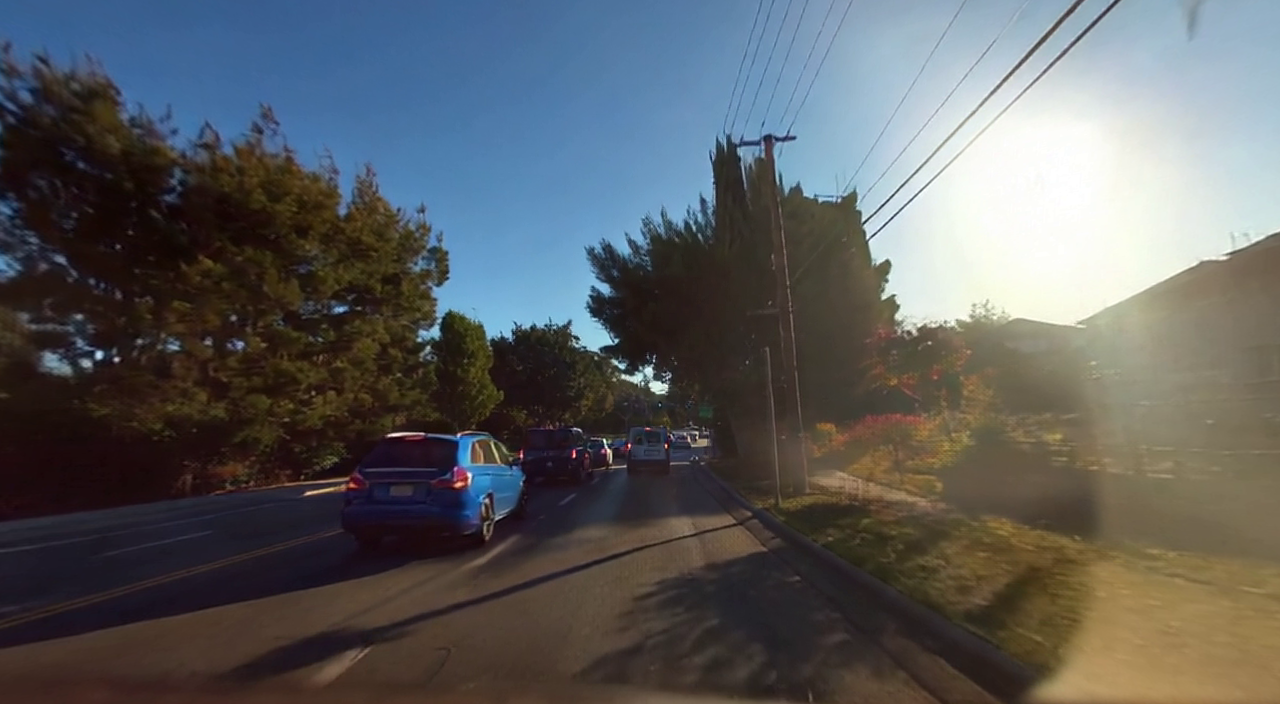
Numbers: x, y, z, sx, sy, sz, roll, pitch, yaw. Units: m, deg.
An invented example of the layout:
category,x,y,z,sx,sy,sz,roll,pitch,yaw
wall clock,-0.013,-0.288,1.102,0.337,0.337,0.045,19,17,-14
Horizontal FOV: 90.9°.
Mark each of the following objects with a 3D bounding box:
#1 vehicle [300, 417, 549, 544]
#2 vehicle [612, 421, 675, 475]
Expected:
category,x,y,z,sx,sy,sz,roll,pitch,yaw
vehicle,-3.020,1.931,10.221,2.180,1.546,4.755,0,-8,3
vehicle,0.218,3.768,24.790,2.241,1.912,4.095,-1,-8,3
